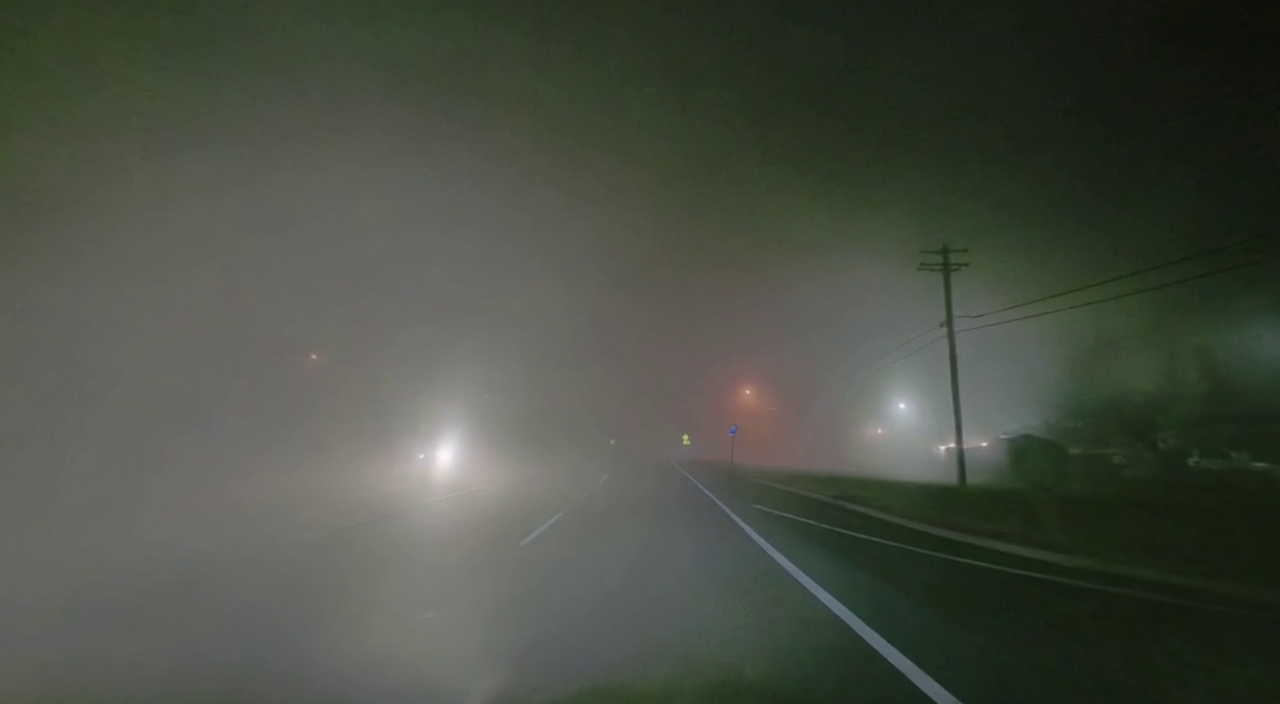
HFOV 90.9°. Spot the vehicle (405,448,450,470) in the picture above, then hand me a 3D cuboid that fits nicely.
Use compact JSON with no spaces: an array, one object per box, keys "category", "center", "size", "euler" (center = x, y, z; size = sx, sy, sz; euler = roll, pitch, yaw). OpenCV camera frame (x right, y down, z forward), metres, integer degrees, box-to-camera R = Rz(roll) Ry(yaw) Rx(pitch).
[{"category":"vehicle","center":[-15.236,7.662,45.475],"size":[1.808,1.466,4.420],"euler":[0,-8,-2]}]

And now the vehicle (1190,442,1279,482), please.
[{"category":"vehicle","center":[42.964,7.714,44.673],"size":[2.262,2.655,5.672],"euler":[1,-8,-6]}]
